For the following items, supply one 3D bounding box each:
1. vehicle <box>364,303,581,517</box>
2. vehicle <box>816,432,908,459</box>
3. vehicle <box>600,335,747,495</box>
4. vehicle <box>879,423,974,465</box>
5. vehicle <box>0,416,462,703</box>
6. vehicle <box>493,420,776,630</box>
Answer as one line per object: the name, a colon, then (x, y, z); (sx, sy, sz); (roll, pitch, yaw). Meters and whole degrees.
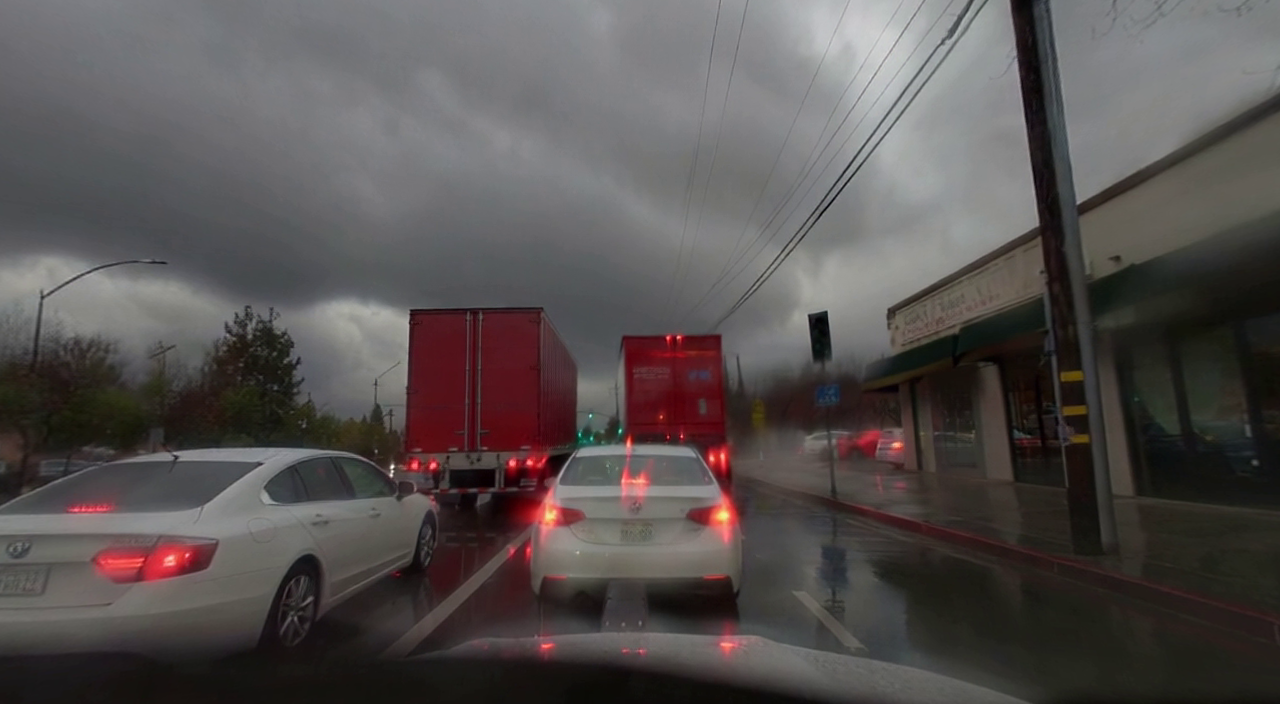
vehicle: (-3.266, 1.509, 14.694); (3.020, 3.800, 7.105); (0, -8, 0)
vehicle: (12.571, 5.353, 35.809); (4.574, 1.478, 1.880); (-1, -8, 4)
vehicle: (0.540, 1.598, 16.516); (2.803, 3.066, 8.341); (-1, -5, -2)
vehicle: (12.866, 4.260, 28.563); (1.969, 1.713, 4.681); (-1, -10, -1)
vehicle: (-3.094, 1.368, 5.175); (1.969, 1.471, 4.378); (0, -8, 0)
vehicle: (-0.104, 1.571, 6.719); (2.067, 1.506, 4.118); (0, -8, -2)
